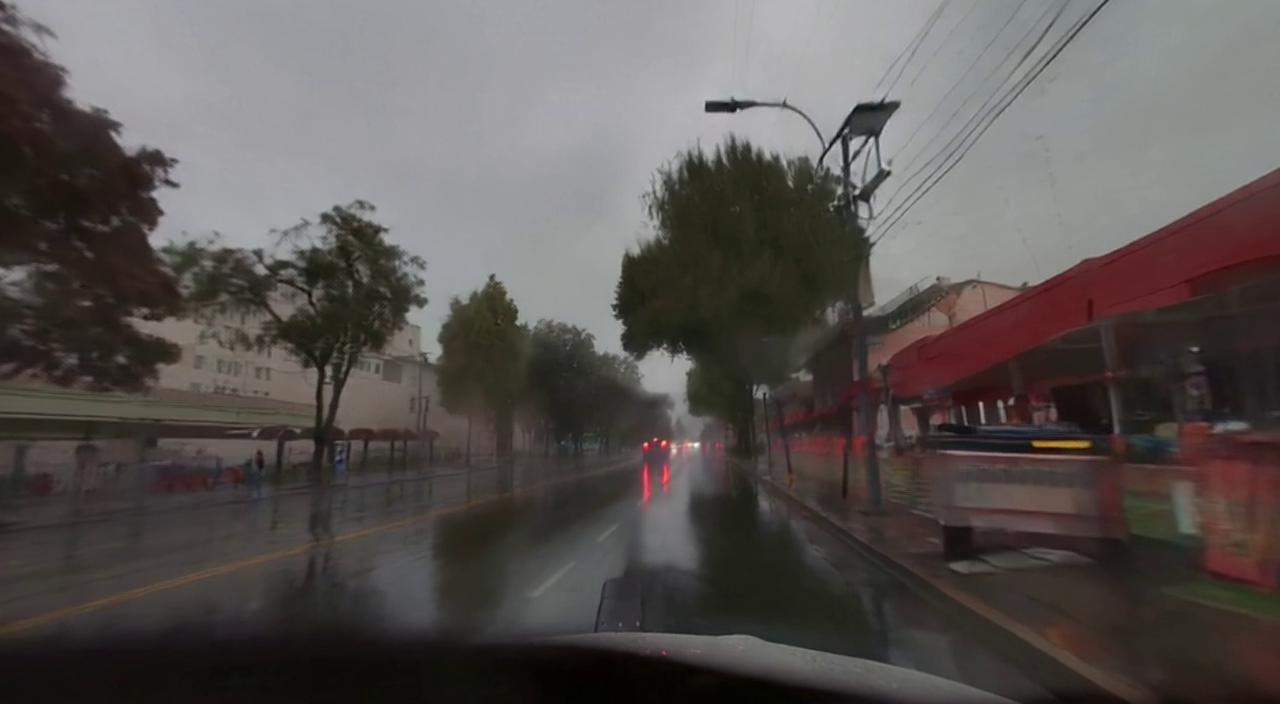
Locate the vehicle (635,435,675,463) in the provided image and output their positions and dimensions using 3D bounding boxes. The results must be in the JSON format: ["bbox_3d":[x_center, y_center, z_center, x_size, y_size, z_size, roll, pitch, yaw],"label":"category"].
[{"bbox_3d":[1.040,6.385,41.707,2.101,1.721,4.364,-2,-8,8],"label":"vehicle"}]
